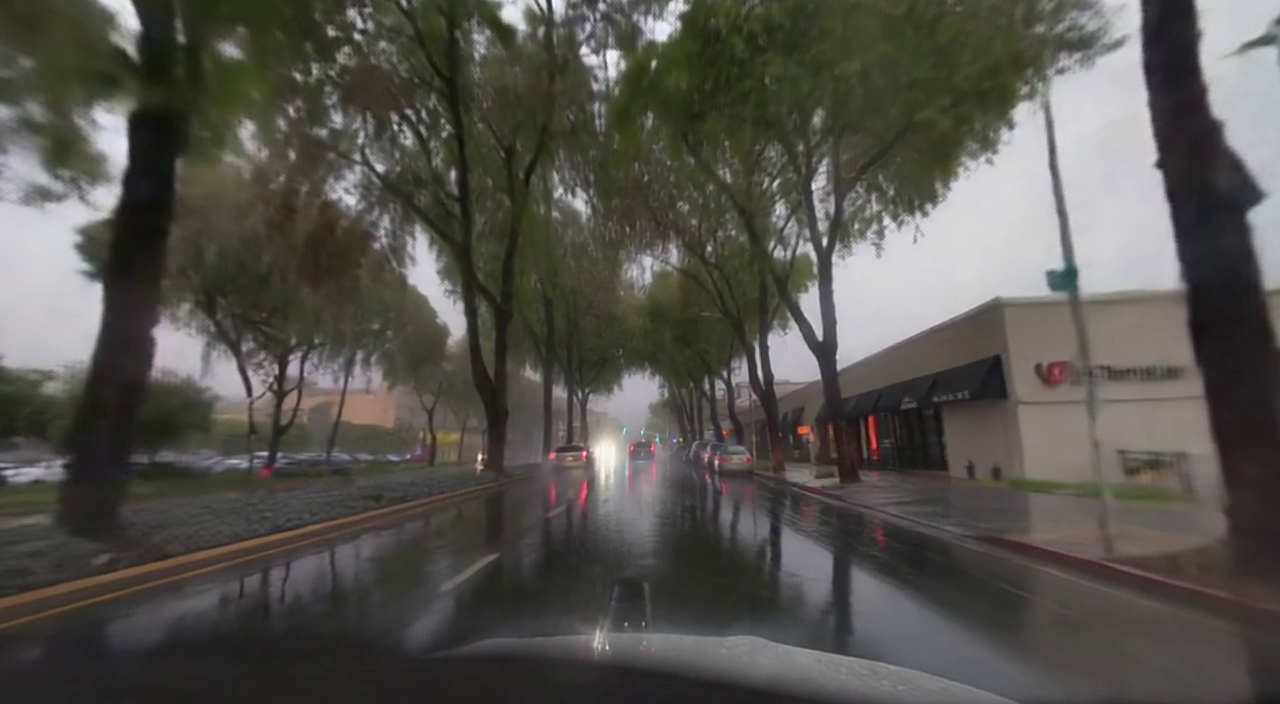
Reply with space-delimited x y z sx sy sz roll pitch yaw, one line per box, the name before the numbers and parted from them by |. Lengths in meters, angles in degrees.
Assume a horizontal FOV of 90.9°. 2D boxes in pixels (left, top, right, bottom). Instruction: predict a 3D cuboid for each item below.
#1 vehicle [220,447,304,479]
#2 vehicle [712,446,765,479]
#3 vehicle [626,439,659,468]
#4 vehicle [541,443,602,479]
vehicle | -26.924 7.887 45.206 2.231 2.124 5.680 0 -9 4
vehicle | 4.628 5.257 30.257 1.896 1.451 4.329 0 -9 0
vehicle | 0.192 6.653 41.303 2.075 1.770 4.018 0 -9 0
vehicle | -3.054 4.987 29.092 2.151 1.484 4.468 0 -9 2
